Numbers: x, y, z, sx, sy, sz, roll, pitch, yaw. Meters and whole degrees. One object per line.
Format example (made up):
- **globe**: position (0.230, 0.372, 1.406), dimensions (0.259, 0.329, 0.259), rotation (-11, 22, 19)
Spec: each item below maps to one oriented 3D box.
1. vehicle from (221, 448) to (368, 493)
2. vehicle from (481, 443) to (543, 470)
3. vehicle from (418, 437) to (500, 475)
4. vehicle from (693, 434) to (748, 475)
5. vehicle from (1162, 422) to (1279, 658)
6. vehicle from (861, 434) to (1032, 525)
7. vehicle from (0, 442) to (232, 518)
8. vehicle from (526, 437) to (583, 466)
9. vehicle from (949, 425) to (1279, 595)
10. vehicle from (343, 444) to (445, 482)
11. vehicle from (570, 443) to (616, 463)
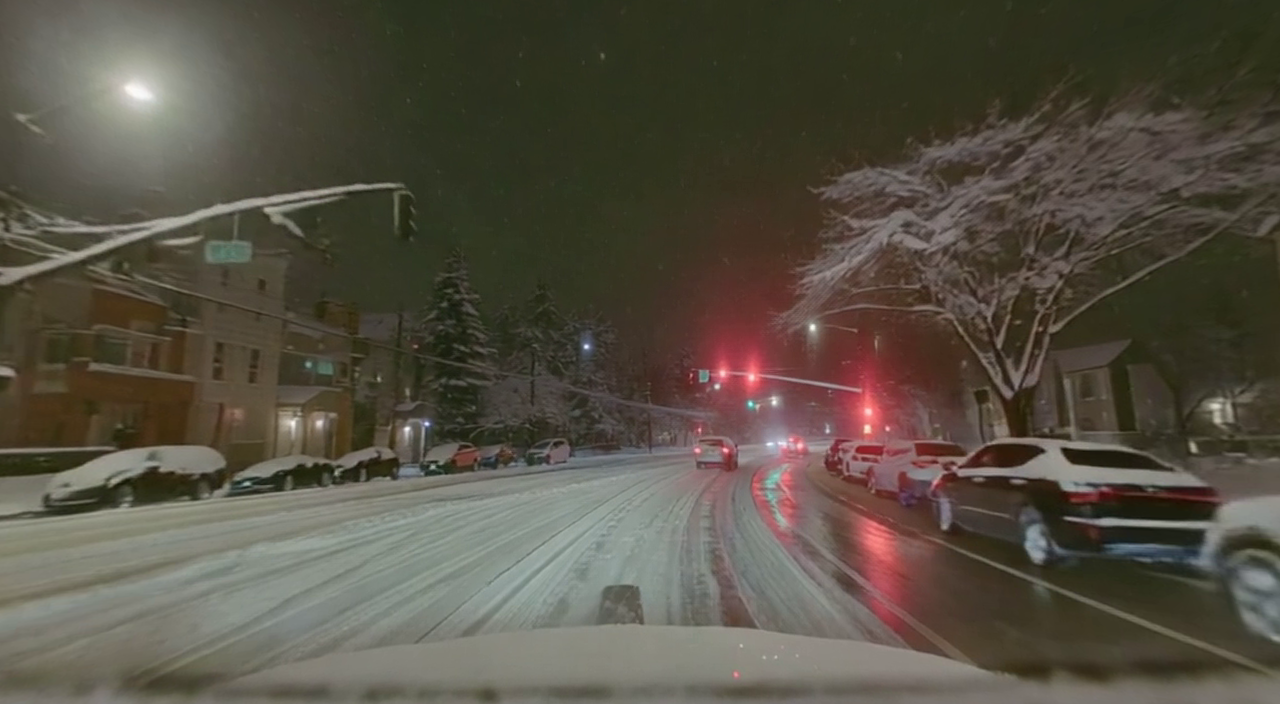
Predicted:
- **vehicle**: position (-11.549, 3.973, 21.591), dimensions (1.893, 1.310, 4.719), rotation (-1, -8, 9)
- **vehicle**: position (-7.660, 6.259, 38.135), dimensions (1.809, 1.469, 4.485), rotation (-2, -9, 15)
- **vehicle**: position (-9.180, 5.301, 32.525), dimensions (1.977, 1.761, 4.990), rotation (-2, -8, 10)
- **vehicle**: position (3.657, 4.508, 28.032), dimensions (1.852, 1.680, 4.488), rotation (-2, -9, 14)
- **vehicle**: position (4.896, 0.994, 2.602), dimensions (1.741, 1.494, 4.587), rotation (0, -8, 3)
- **vehicle**: position (5.959, 2.478, 12.857), dimensions (1.841, 1.545, 3.813), rotation (-1, -8, 5)
- **vehicle**: position (-12.313, 2.909, 15.082), dimensions (1.918, 1.508, 4.353), rotation (-1, -8, 6)
- **vehicle**: position (-5.847, 6.868, 43.755), dimensions (2.115, 1.853, 4.745), rotation (-3, -9, 17)
- **vehicle**: position (5.717, 1.760, 7.920), dimensions (1.850, 1.557, 3.992), rotation (0, -8, 4)
- **vehicle**: position (-10.524, 4.749, 27.415), dimensions (1.880, 1.450, 4.627), rotation (-2, -9, 11)
- **vehicle**: position (-3.643, 7.872, 49.442), dimensions (1.782, 1.472, 4.744), rotation (-3, -9, 20)
